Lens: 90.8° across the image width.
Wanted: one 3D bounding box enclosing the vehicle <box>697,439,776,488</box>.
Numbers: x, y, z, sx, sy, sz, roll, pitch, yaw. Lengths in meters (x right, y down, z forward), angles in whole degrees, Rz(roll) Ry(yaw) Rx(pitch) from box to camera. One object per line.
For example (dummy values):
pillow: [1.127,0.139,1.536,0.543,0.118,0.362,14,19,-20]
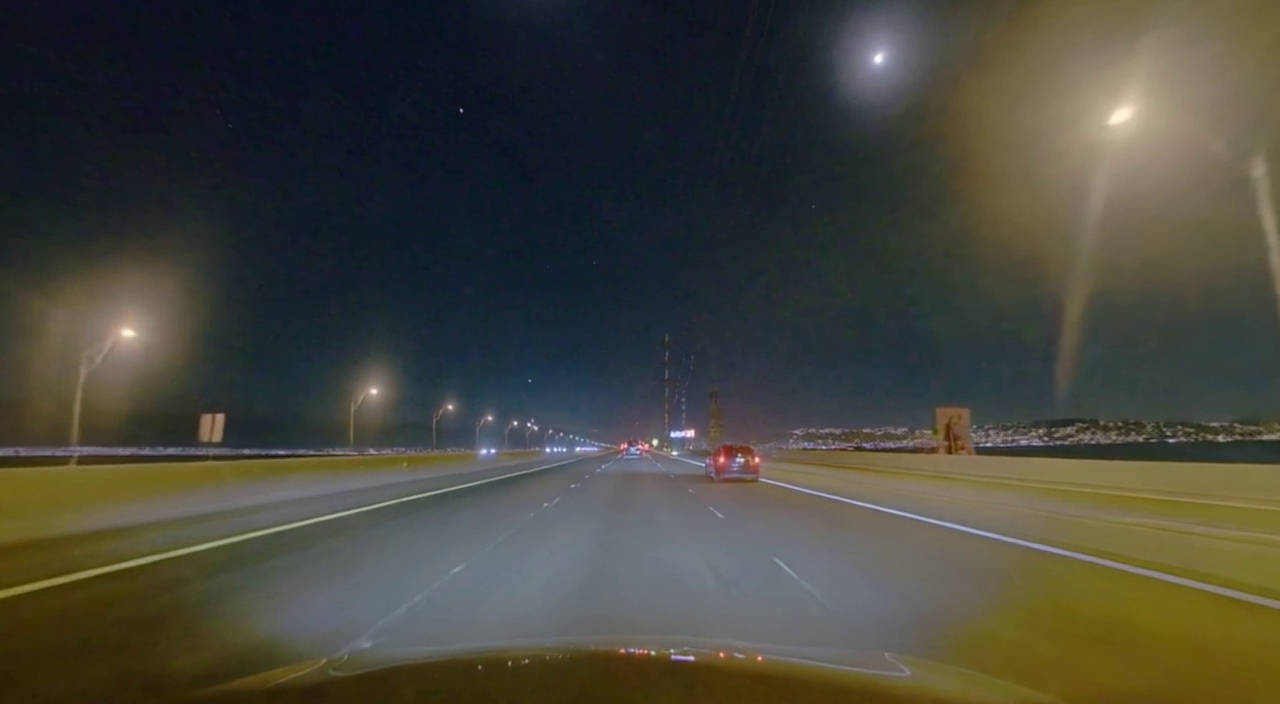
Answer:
vehicle: [3.153,3.753,21.614,1.890,1.490,4.373,0,-8,-2]
